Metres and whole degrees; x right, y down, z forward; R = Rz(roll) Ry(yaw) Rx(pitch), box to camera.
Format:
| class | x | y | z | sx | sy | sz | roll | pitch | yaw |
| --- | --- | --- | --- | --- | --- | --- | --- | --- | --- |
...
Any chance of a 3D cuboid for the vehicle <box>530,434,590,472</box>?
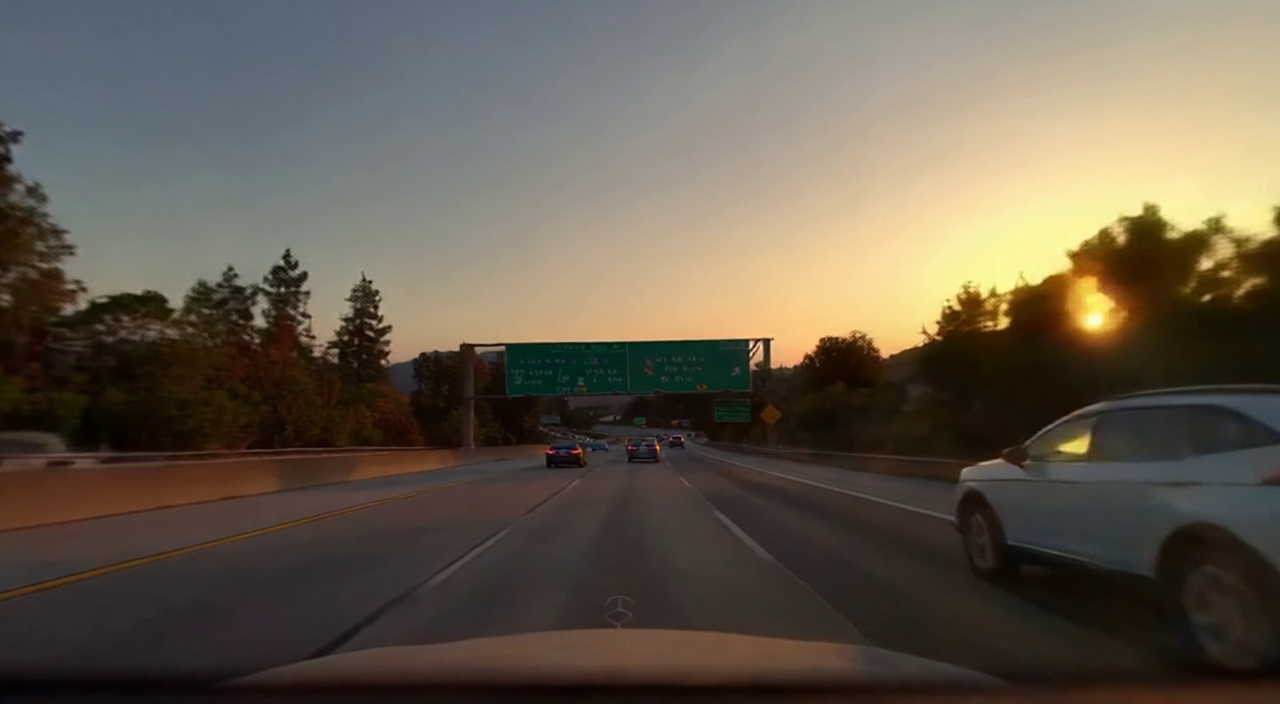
| class | x | y | z | sx | sy | sz | roll | pitch | yaw |
| --- | --- | --- | --- | --- | --- | --- | --- | --- | --- |
| vehicle | -3.566 | 4.586 | 28.710 | 2.066 | 1.561 | 4.495 | 0 | -8 | 1 |

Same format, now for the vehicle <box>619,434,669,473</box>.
| class | x | y | z | sx | sy | sz | roll | pitch | yaw |
| --- | --- | --- | --- | --- | --- | --- | --- | --- | --- |
| vehicle | 0.171 | 4.458 | 27.798 | 2.049 | 1.542 | 3.816 | 0 | -8 | 0 |

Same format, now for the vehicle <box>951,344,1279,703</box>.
| class | x | y | z | sx | sy | sz | roll | pitch | yaw |
| --- | --- | --- | --- | --- | --- | --- | --- | --- | --- |
| vehicle | 4.071 | 0.943 | 3.866 | 2.025 | 1.707 | 4.279 | 0 | -8 | -1 |
